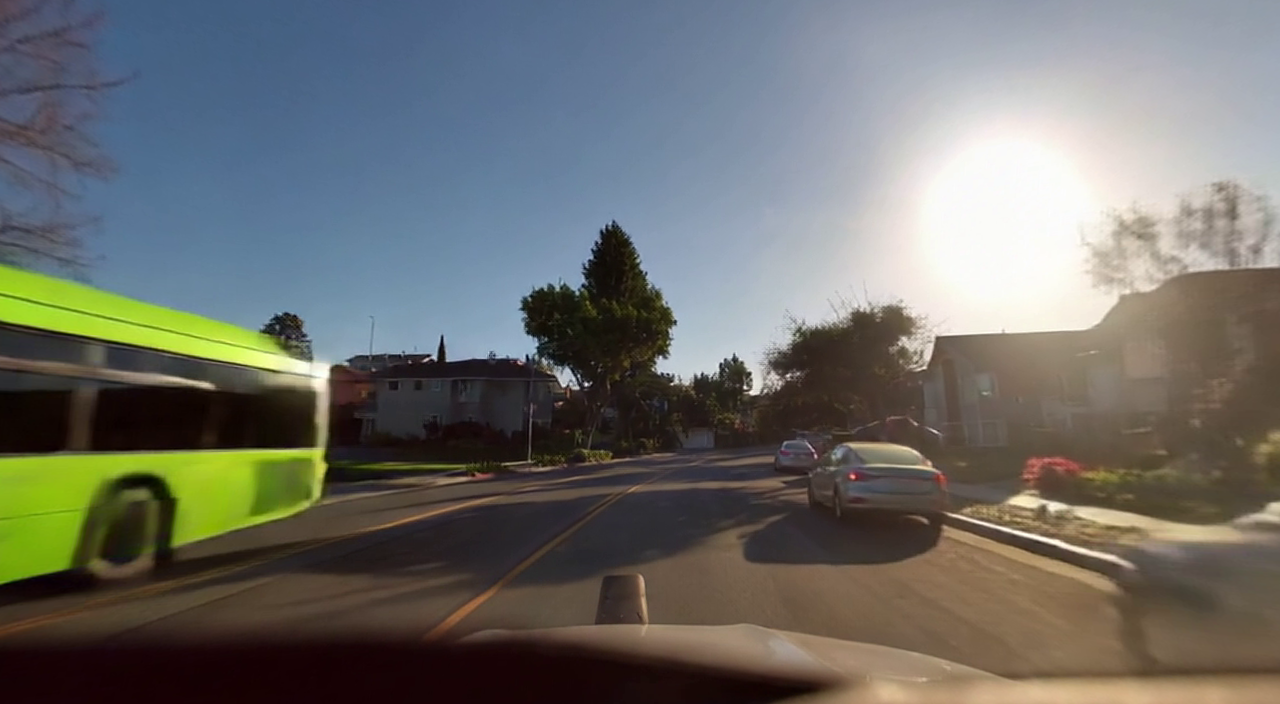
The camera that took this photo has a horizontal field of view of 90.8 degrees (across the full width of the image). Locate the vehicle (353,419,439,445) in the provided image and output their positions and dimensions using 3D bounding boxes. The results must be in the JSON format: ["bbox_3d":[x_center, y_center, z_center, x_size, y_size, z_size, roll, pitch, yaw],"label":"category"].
[{"bbox_3d":[-14.644,4.835,38.048,4.407,1.478,1.973,-2,-9,11],"label":"vehicle"}]

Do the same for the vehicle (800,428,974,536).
[{"bbox_3d":[3.820,2.037,10.470,1.665,1.425,3.727,-1,-8,5],"label":"vehicle"}]

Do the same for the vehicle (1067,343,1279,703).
[{"bbox_3d":[3.080,0.633,1.123,1.984,1.601,3.994,-1,-8,4],"label":"vehicle"}]

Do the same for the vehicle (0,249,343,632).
[{"bbox_3d":[-7.213,0.580,4.205,3.577,3.168,13.108,-1,-9,3],"label":"vehicle"}]
